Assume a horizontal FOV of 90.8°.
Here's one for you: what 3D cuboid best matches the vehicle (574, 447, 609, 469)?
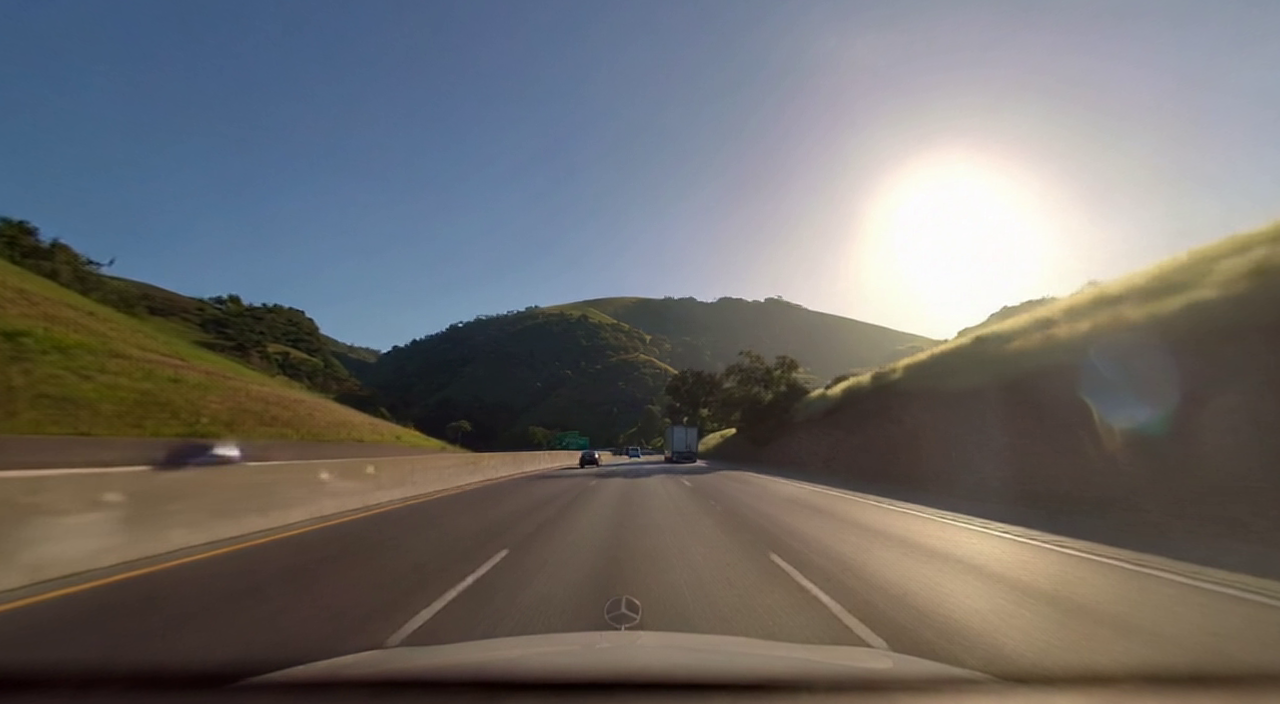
[{"bbox_3d":[-3.489,7.787,46.559,2.060,1.475,5.314,0,-9,1],"label":"vehicle"}]
